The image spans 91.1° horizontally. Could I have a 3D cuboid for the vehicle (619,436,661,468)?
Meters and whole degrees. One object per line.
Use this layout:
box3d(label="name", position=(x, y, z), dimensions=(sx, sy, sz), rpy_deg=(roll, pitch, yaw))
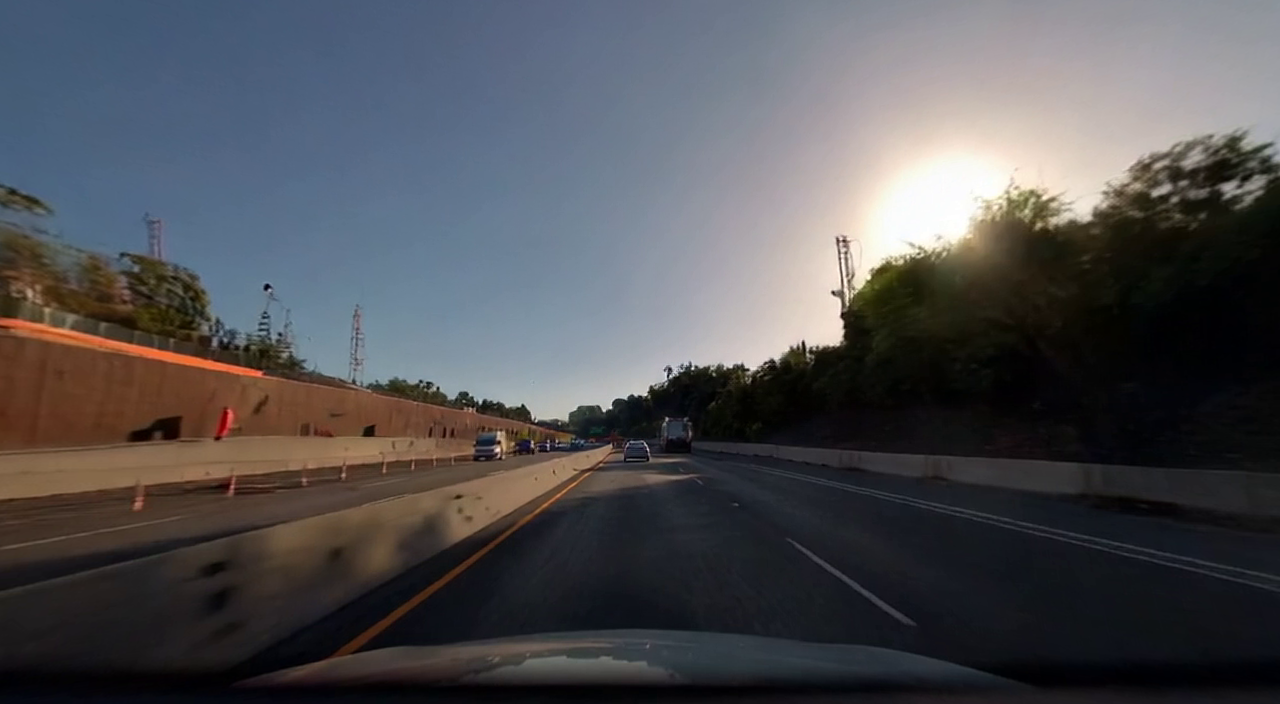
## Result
box3d(label="vehicle", position=(-0.019, 5.077, 32.044), dimensions=(2.004, 1.472, 4.075), rpy_deg=(0, -8, -1))
